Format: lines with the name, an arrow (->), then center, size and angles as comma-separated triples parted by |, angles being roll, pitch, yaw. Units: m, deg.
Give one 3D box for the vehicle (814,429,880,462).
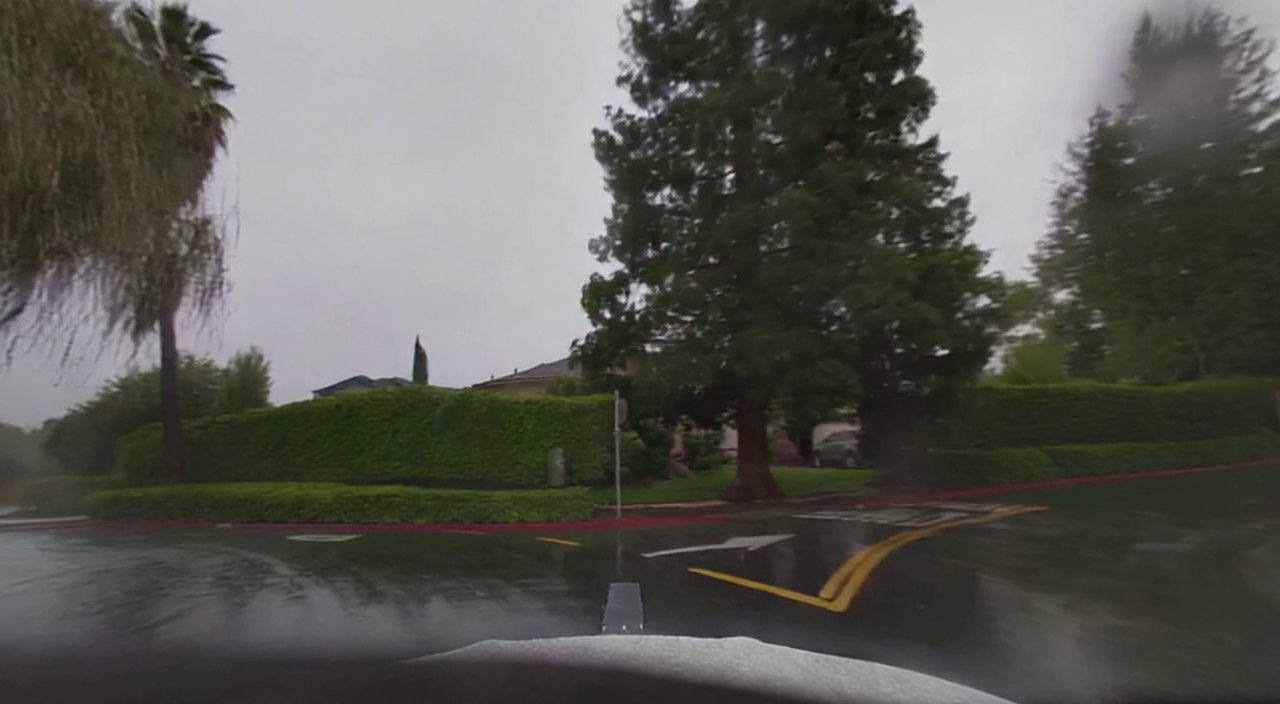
vehicle -> 10.332, 4.707, 31.735 | 1.802, 1.548, 3.501 | 0, -9, -5
